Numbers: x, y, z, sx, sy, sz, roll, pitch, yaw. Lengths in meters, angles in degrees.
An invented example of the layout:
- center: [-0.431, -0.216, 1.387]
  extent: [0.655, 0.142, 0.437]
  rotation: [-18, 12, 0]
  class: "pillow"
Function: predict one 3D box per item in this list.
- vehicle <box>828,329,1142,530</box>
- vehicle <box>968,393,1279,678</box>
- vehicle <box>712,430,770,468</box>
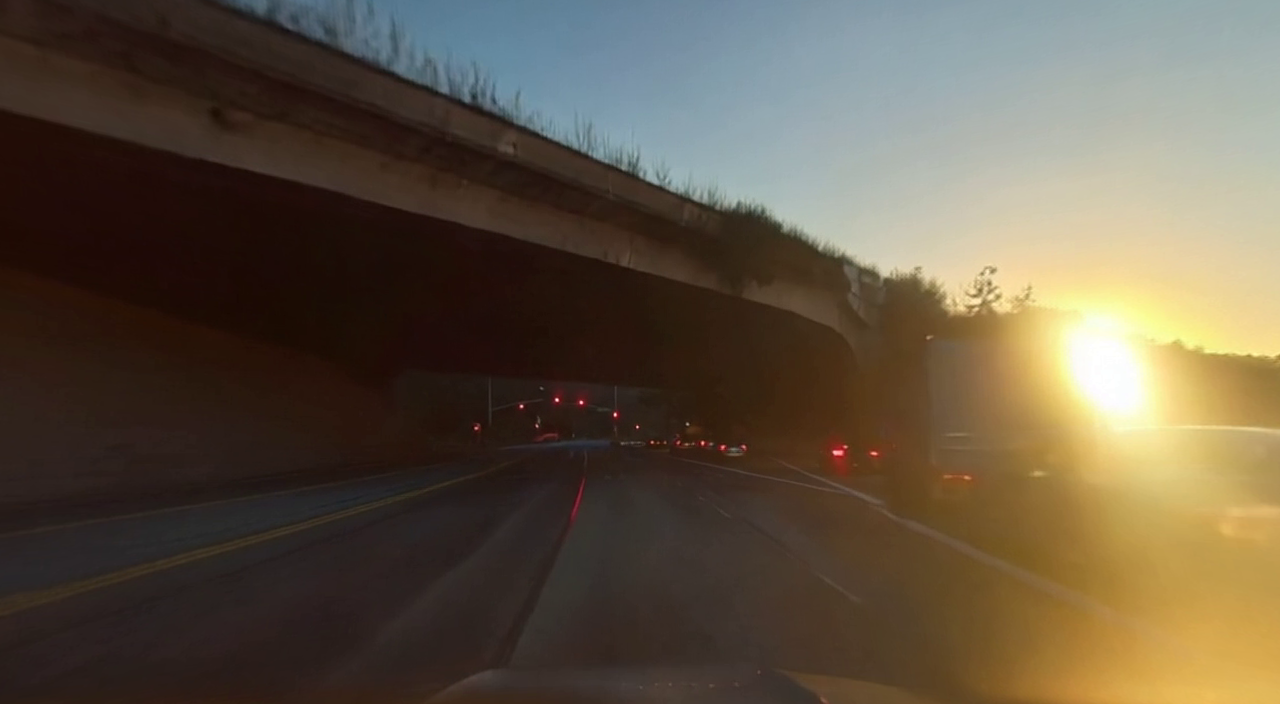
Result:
- center: [6.336, 1.719, 13.530]
  extent: [2.625, 2.975, 8.237]
  rotation: [-1, -8, 5]
  class: "vehicle"
- center: [4.917, 1.348, 5.712]
  extent: [1.926, 1.650, 4.315]
  rotation: [-1, -8, 7]
  class: "vehicle"
- center: [4.970, 4.847, 31.501]
  extent: [1.917, 1.748, 4.003]
  rotation: [0, -8, -5]
  class: "vehicle"
